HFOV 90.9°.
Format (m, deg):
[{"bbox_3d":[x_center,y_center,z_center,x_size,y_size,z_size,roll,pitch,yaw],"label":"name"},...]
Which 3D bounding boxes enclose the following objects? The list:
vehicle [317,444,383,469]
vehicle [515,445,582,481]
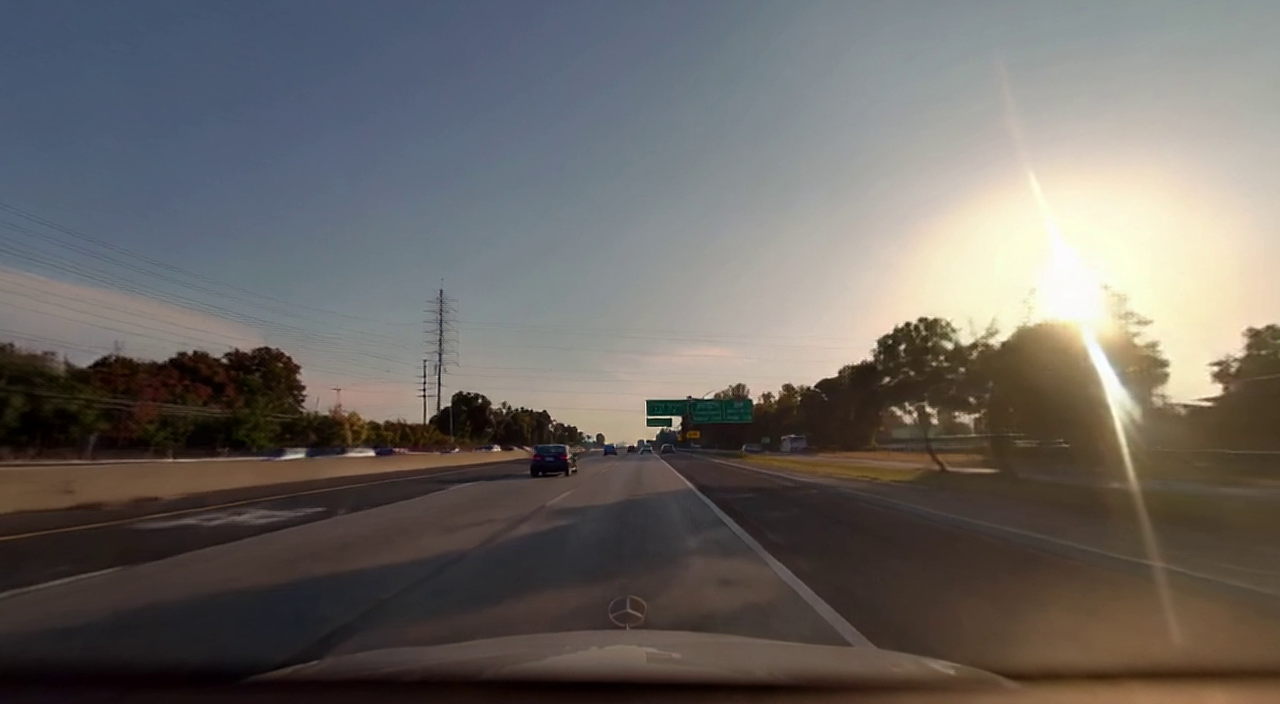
[{"bbox_3d":[-18.008,6.494,39.373,1.876,1.409,4.483,0,-9,1],"label":"vehicle"},{"bbox_3d":[-3.748,4.614,26.595,2.048,1.368,4.613,0,-9,1],"label":"vehicle"}]
